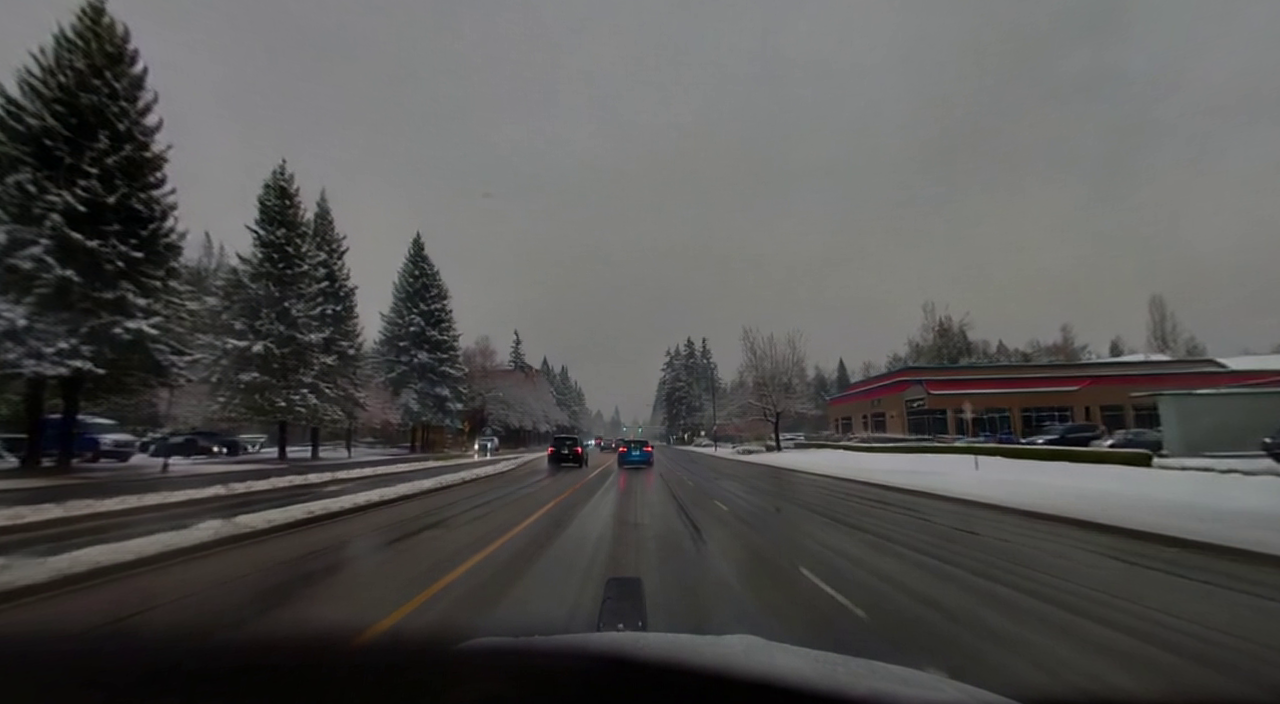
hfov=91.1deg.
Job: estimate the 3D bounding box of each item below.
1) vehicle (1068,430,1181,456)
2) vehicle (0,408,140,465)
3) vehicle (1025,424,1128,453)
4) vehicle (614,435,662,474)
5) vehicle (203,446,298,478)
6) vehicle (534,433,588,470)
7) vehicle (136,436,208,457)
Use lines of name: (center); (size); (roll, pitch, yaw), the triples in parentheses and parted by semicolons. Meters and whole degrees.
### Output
vehicle: (30.015, 5.657, 38.973); (5.212, 1.538, 2.086); (0, -8, 1)
vehicle: (-35.112, 5.104, 37.743); (7.444, 3.245, 2.697); (0, -8, -2)
vehicle: (30.399, 6.041, 43.828); (5.405, 1.896, 2.219); (0, -8, 3)
vehicle: (-0.089, 4.606, 28.444); (2.042, 1.641, 4.187); (0, -8, 0)
vehicle: (-19.901, 5.623, 32.343); (1.994, 1.475, 4.521); (0, -8, 0)
vehicle: (-3.910, 5.017, 31.731); (2.113, 1.713, 4.422); (0, -8, 0)
vehicle: (-35.872, 7.276, 48.160); (3.993, 1.552, 1.863); (0, -8, 0)
